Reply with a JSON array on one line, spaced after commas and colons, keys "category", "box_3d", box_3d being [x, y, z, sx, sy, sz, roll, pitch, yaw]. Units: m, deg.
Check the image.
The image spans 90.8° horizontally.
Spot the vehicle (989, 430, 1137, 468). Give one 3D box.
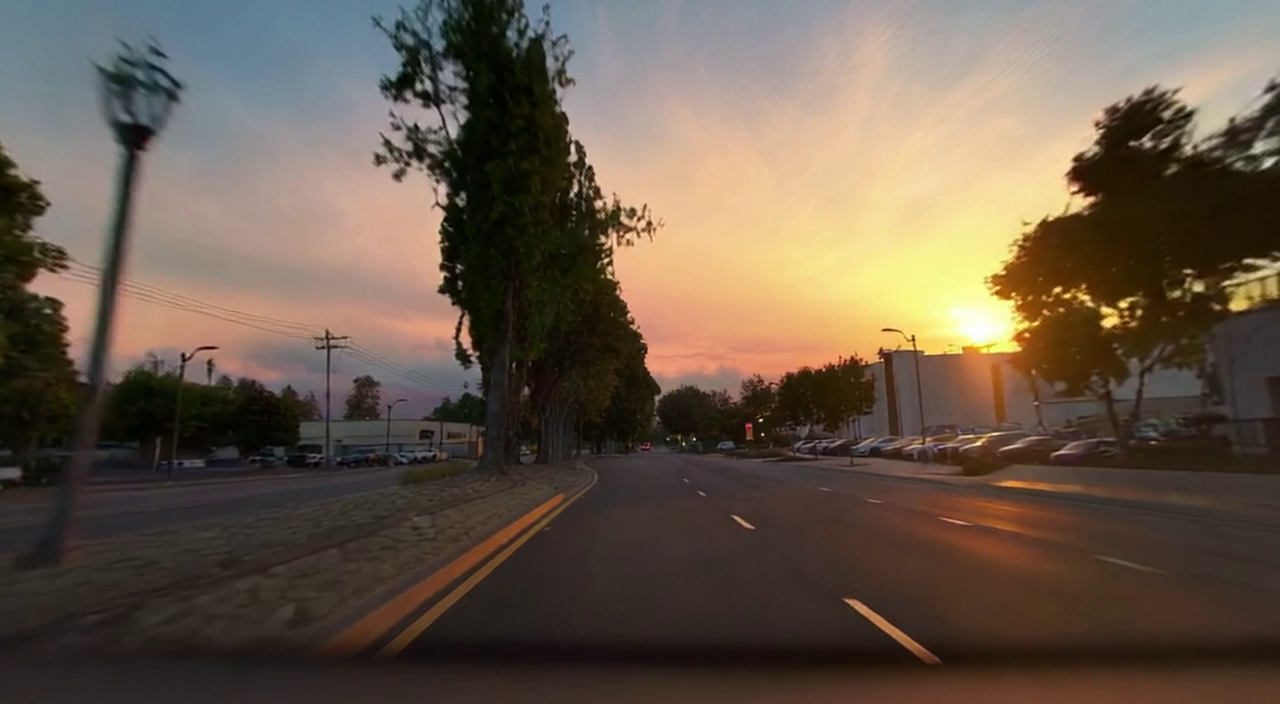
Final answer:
[{"category": "vehicle", "box_3d": [20.412, 4.717, 30.702, 5.462, 1.785, 2.323, 0, -9, 1]}]

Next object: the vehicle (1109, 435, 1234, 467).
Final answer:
[{"category": "vehicle", "box_3d": [25.975, 4.845, 30.954, 4.402, 1.465, 1.900, 0, -9, -1]}]
